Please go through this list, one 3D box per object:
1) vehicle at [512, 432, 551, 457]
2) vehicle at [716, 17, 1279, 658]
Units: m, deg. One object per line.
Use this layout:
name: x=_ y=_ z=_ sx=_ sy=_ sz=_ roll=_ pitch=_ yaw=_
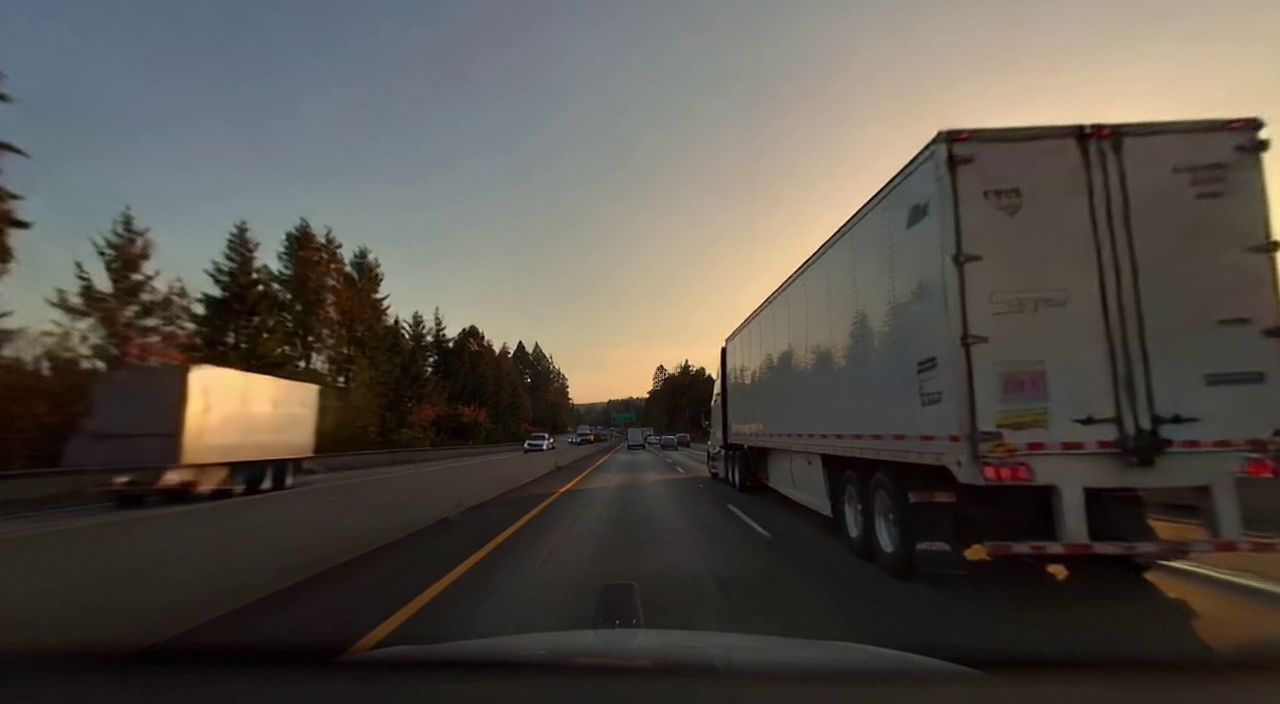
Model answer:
vehicle: x=-8.385 y=7.165 z=49.094 sx=2.199 sy=1.816 sz=4.724 roll=0 pitch=-8 yaw=0
vehicle: x=3.773 y=0.717 z=10.755 sx=3.038 sy=3.975 sz=13.887 roll=0 pitch=-8 yaw=-1
